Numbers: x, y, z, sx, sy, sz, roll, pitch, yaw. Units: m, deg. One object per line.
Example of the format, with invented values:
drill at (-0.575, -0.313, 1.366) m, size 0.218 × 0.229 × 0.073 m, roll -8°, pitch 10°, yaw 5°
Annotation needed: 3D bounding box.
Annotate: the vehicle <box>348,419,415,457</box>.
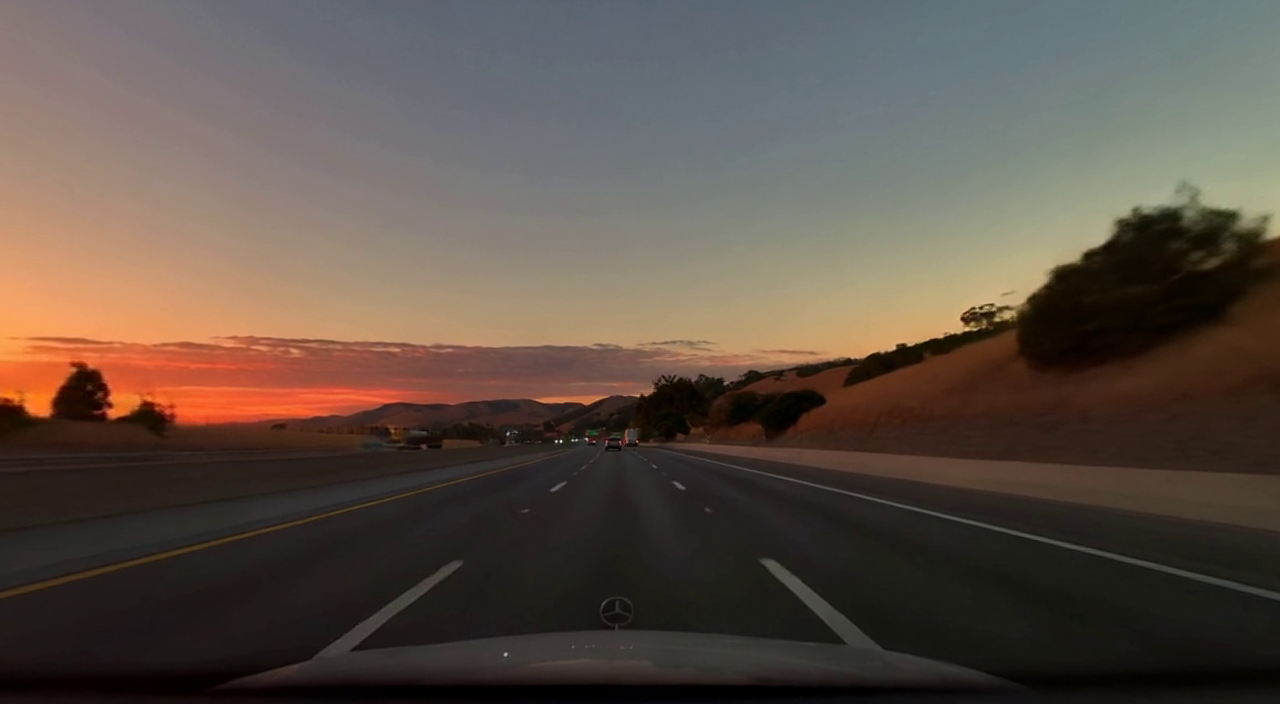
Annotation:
vehicle at (-17.712, 5.968, 43.484) m, size 2.329 × 2.433 × 5.654 m, roll 0°, pitch -8°, yaw -1°
